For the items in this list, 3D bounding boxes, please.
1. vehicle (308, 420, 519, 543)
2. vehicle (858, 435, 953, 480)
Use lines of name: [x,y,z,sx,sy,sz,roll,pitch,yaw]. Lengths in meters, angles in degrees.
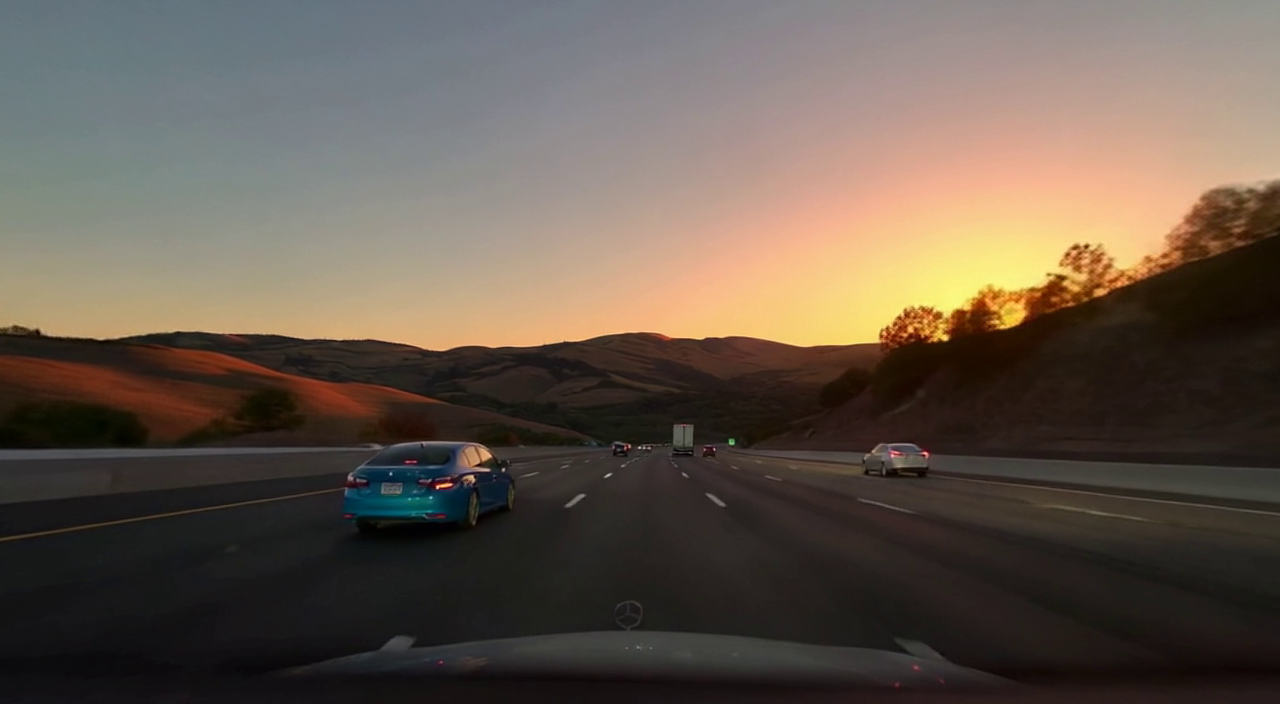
vehicle: [-3.383,2.009,10.313,1.967,1.615,3.886,0,-9,1]
vehicle: [11.213,4.490,26.917,2.062,1.736,4.589,0,-9,0]
